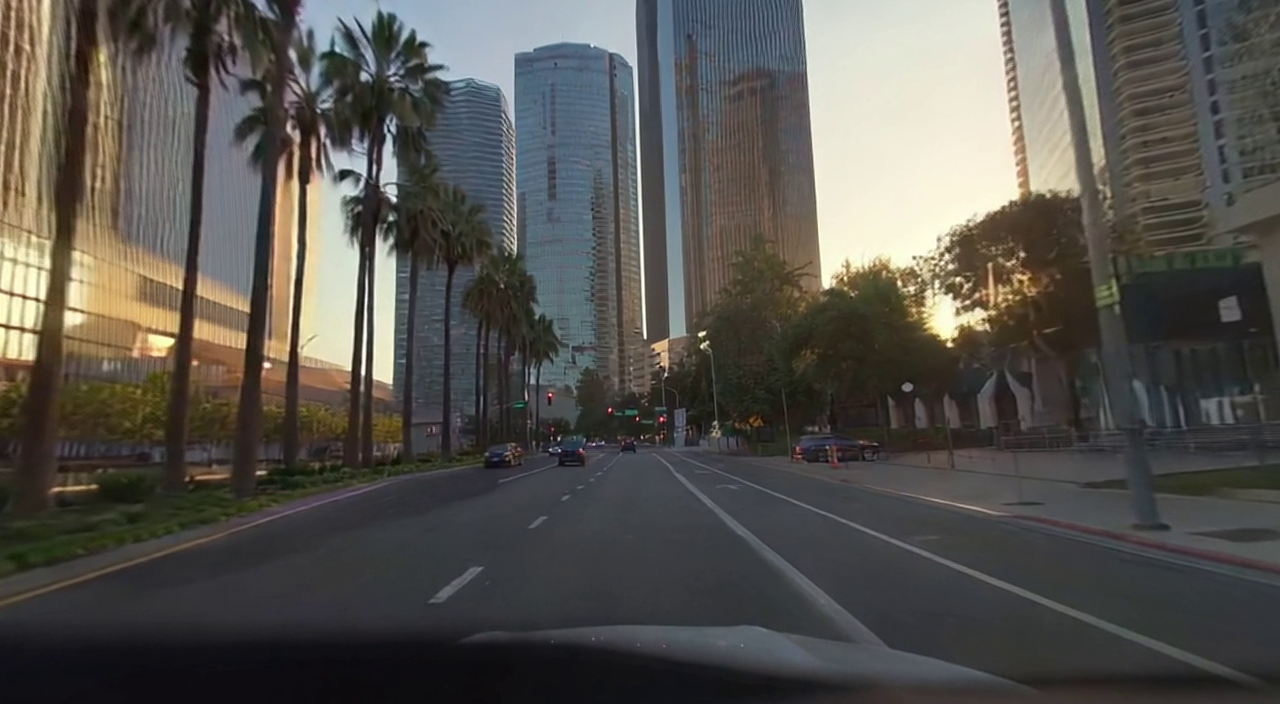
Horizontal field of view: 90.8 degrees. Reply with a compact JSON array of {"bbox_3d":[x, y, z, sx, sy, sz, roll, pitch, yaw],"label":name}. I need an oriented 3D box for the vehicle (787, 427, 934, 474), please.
[{"bbox_3d":[8.461,3.838,24.620,4.871,1.708,2.144,0,-8,-2],"label":"vehicle"}]
